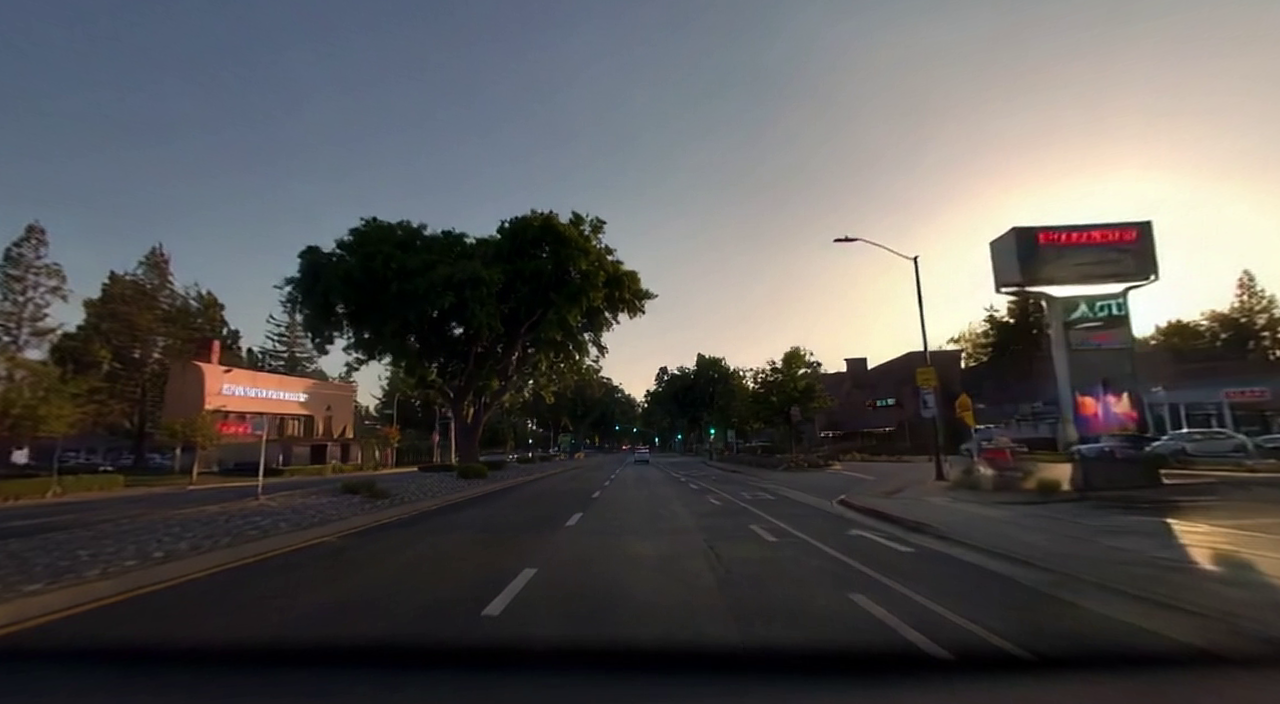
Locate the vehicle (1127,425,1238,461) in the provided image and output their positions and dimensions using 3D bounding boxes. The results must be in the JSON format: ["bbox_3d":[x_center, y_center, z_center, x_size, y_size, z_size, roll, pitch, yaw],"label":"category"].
[{"bbox_3d":[31.093,5.290,36.458,1.966,1.767,4.697,-4,-10,-2],"label":"vehicle"}]
